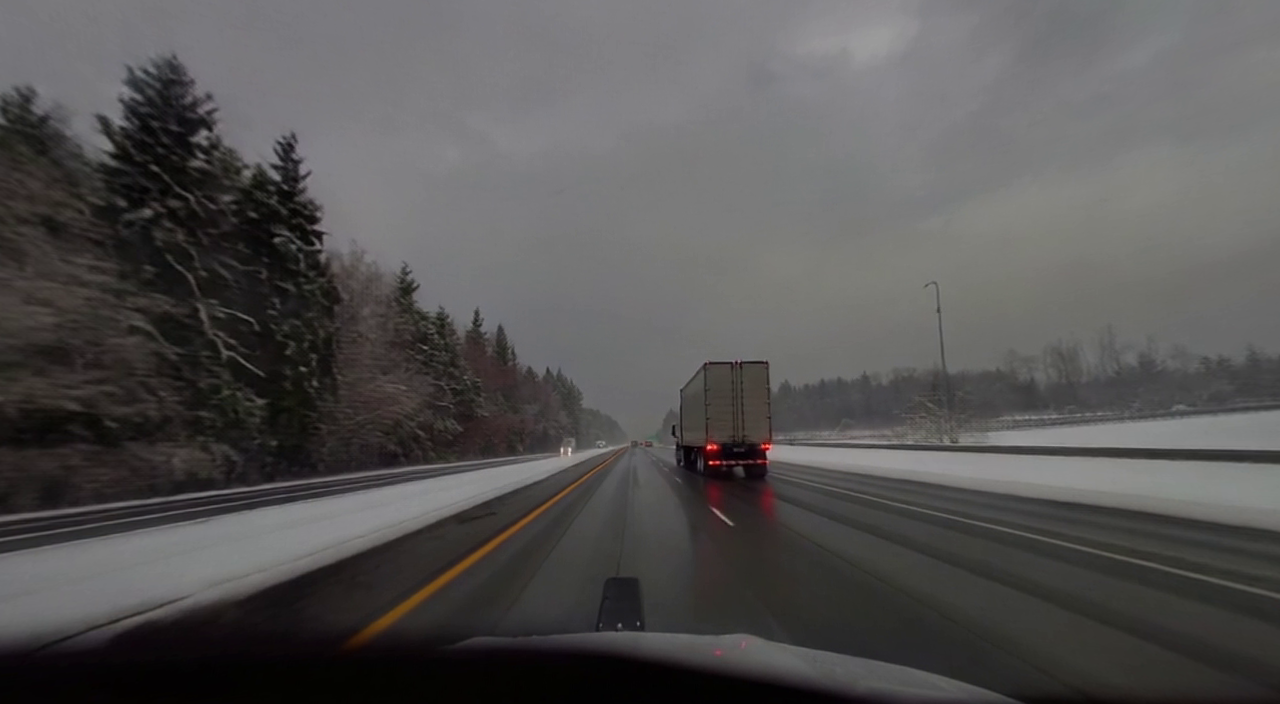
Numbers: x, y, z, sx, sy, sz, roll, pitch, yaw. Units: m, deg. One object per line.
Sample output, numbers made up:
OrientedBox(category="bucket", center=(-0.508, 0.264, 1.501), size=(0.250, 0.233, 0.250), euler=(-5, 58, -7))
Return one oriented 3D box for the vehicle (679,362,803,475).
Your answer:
OrientedBox(category="vehicle", center=(4.081, 3.437, 30.184), size=(3.357, 4.101, 14.659), euler=(0, -8, -1))
